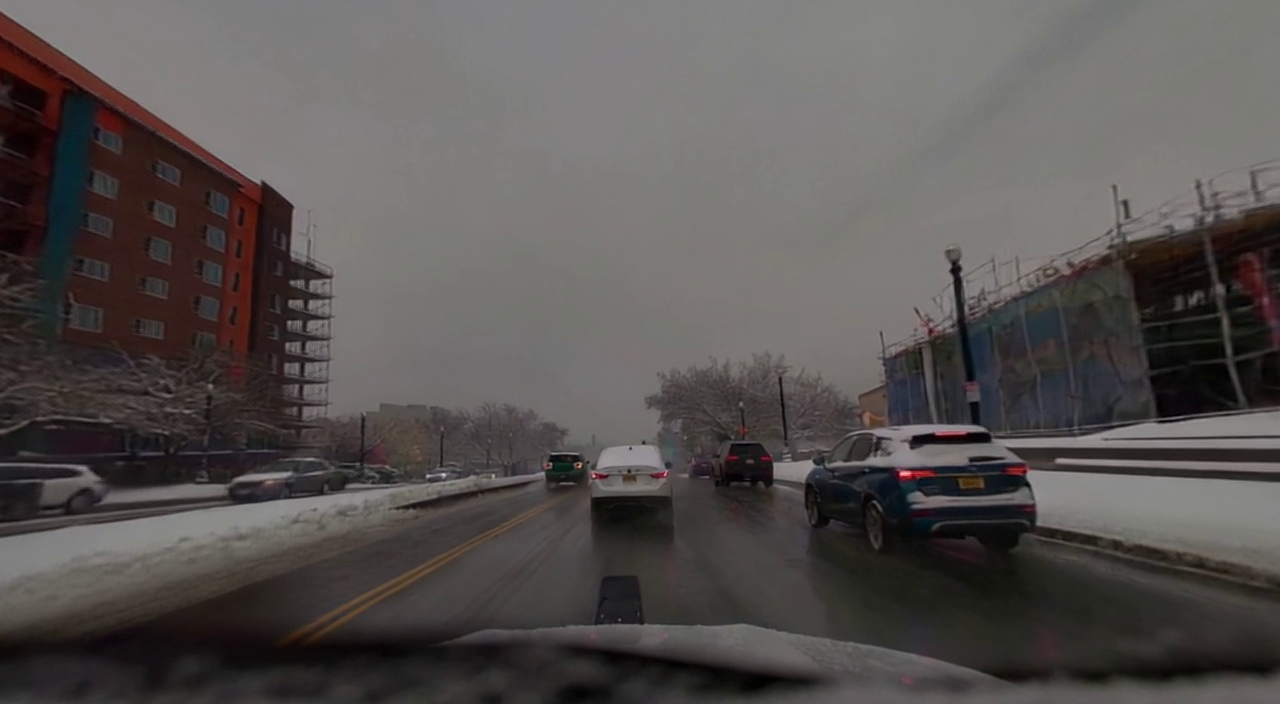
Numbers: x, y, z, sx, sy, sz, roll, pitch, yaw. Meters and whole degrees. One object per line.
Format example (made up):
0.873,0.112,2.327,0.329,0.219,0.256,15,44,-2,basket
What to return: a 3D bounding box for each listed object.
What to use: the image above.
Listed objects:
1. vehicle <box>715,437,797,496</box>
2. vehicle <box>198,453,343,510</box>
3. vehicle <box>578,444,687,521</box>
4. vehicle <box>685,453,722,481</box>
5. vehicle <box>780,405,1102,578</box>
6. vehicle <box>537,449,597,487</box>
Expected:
4.076,4.099,23.097,2.124,1.896,4.914,0,-8,1,vehicle
-12.718,4.433,22.186,2.202,1.714,4.509,-1,-8,3,vehicle
-0.108,2.890,14.558,2.131,1.496,4.193,0,-8,1,vehicle
4.091,7.472,41.167,2.115,1.636,4.104,0,-8,1,vehicle
3.726,1.836,9.174,2.185,1.797,4.934,0,-8,0,vehicle
-3.427,5.523,30.399,2.201,1.691,4.305,0,-8,2,vehicle
